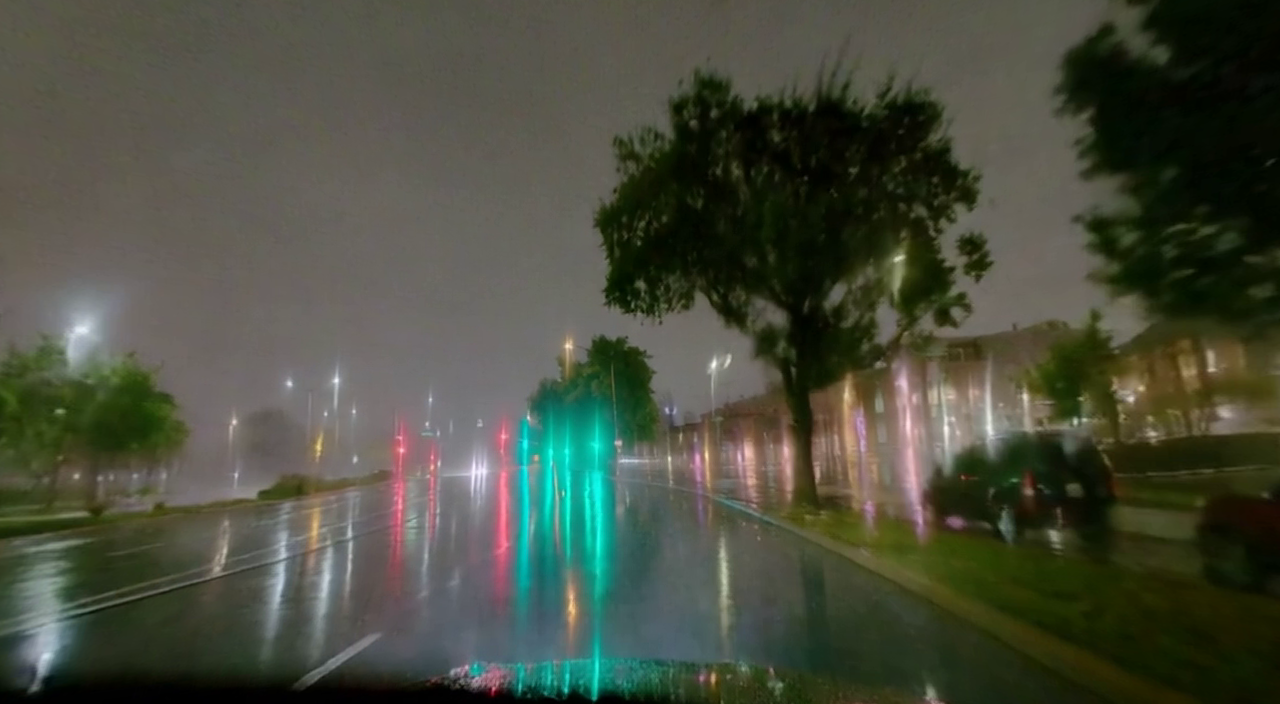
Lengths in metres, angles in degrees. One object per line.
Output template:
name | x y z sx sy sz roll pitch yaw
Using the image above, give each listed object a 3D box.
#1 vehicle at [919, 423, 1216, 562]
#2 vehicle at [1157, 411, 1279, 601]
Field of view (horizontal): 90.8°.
vehicle | 7.697 2.545 12.364 2.456 2.057 5.270 -3 -8 6
vehicle | 7.560 1.405 5.381 2.193 1.872 4.684 -3 -7 -1
